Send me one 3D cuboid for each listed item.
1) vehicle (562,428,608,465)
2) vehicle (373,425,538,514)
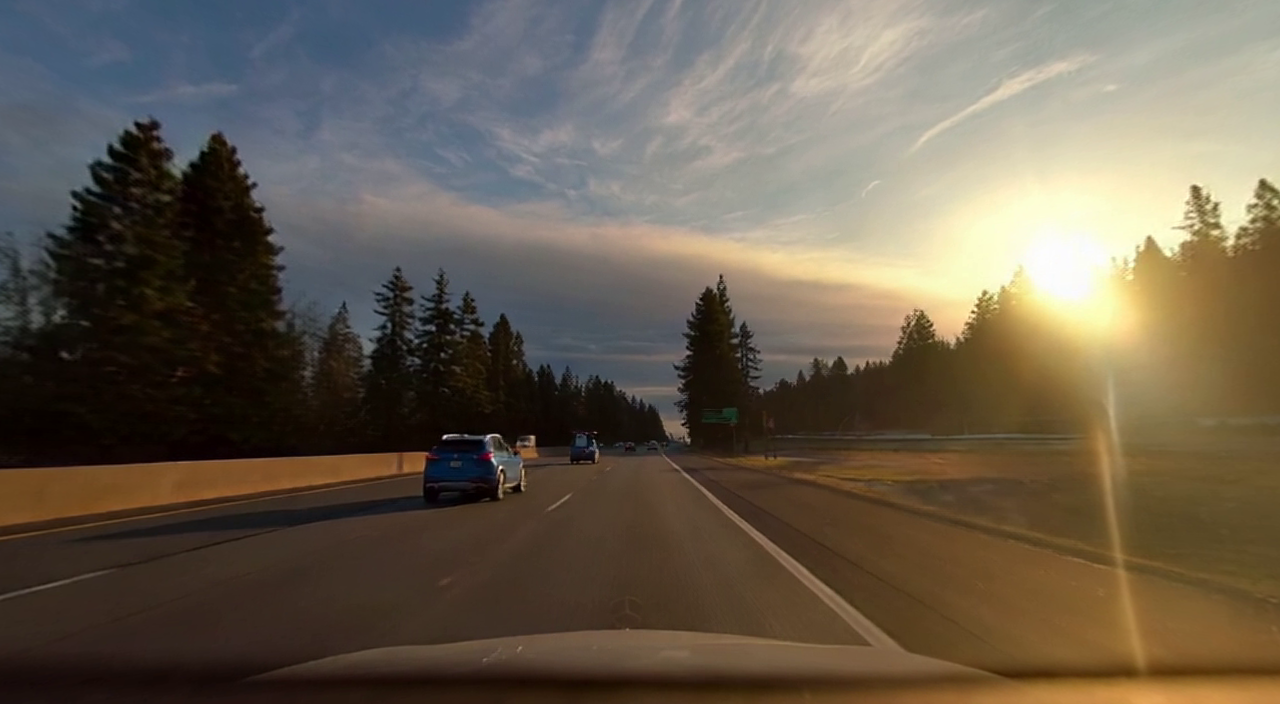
[{"bbox_3d":[-3.301,5.823,38.593,2.241,2.095,4.985,0,-8,2],"label":"vehicle"},{"bbox_3d":[-3.705,2.462,13.677,2.053,1.589,4.671,0,-8,1],"label":"vehicle"}]
